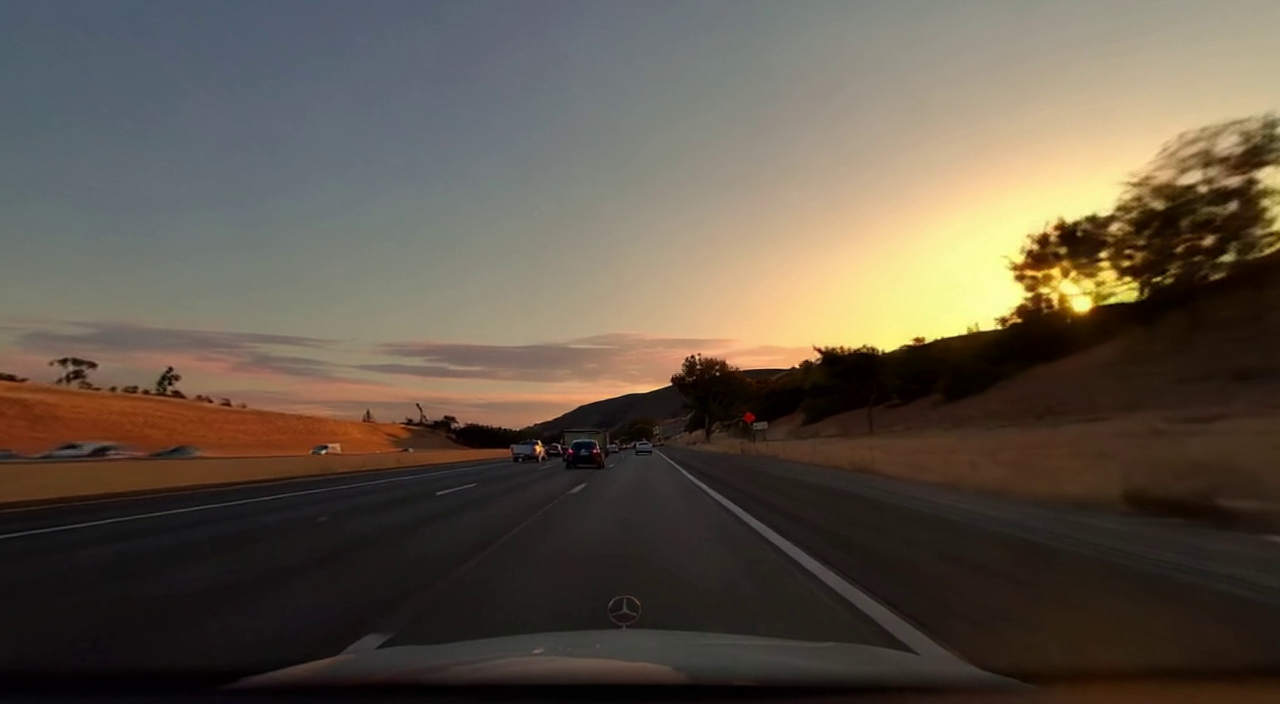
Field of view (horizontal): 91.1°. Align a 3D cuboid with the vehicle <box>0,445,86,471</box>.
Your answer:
[{"bbox_3d":[-41.805,7.337,43.728,2.062,1.655,4.781,0,-8,0],"label":"vehicle"}]

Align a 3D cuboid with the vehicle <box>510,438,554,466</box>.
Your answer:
[{"bbox_3d":[-7.152,6.672,42.015,2.078,1.729,4.722,0,-8,1],"label":"vehicle"}]

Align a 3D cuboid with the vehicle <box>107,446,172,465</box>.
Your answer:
[{"bbox_3d":[-38.357,7.936,48.253,1.790,1.345,3.970,0,-8,-1],"label":"vehicle"}]

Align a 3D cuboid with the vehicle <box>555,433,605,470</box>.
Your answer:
[{"bbox_3d":[-3.048,5.143,32.504,2.194,1.766,3.720,0,-8,0],"label":"vehicle"}]
